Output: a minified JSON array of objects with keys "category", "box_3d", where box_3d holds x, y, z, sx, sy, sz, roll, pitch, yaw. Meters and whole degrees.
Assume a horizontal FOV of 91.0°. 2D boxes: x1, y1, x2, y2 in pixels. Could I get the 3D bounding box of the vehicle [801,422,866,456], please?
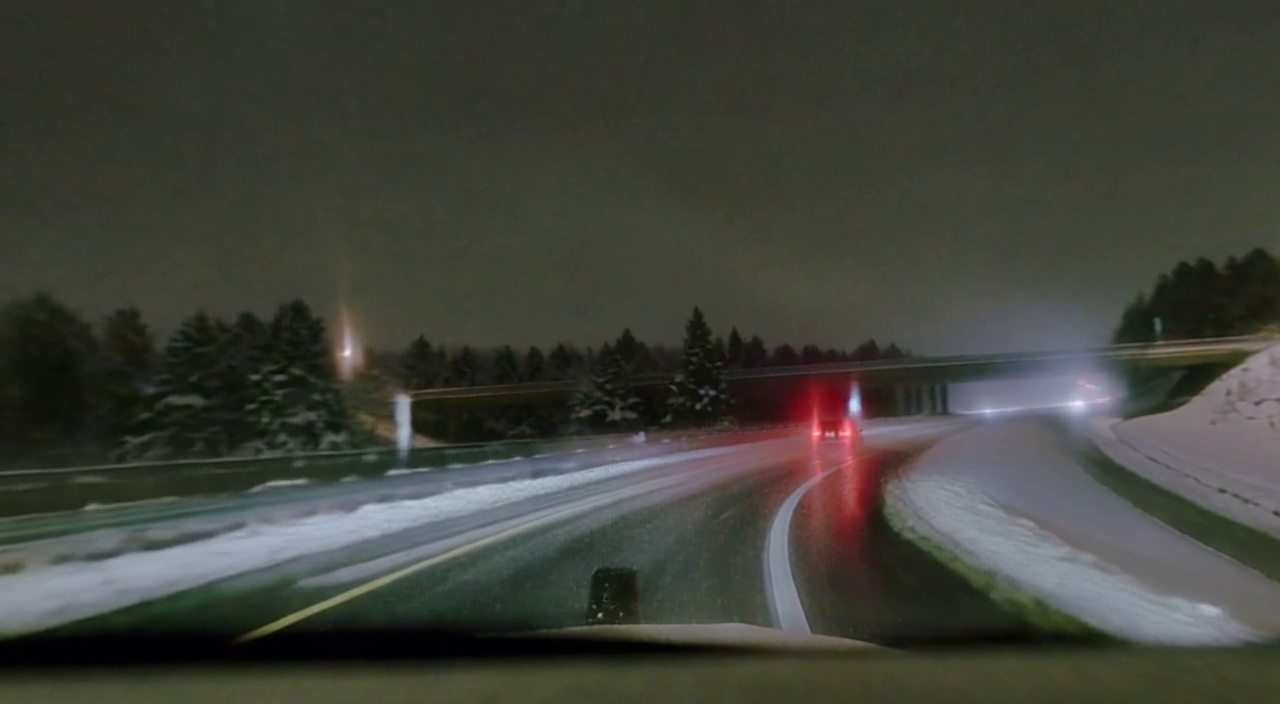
[{"category":"vehicle","box_3d":[9.402,4.182,30.363,2.028,1.440,3.970,-3,-8,32]}]
